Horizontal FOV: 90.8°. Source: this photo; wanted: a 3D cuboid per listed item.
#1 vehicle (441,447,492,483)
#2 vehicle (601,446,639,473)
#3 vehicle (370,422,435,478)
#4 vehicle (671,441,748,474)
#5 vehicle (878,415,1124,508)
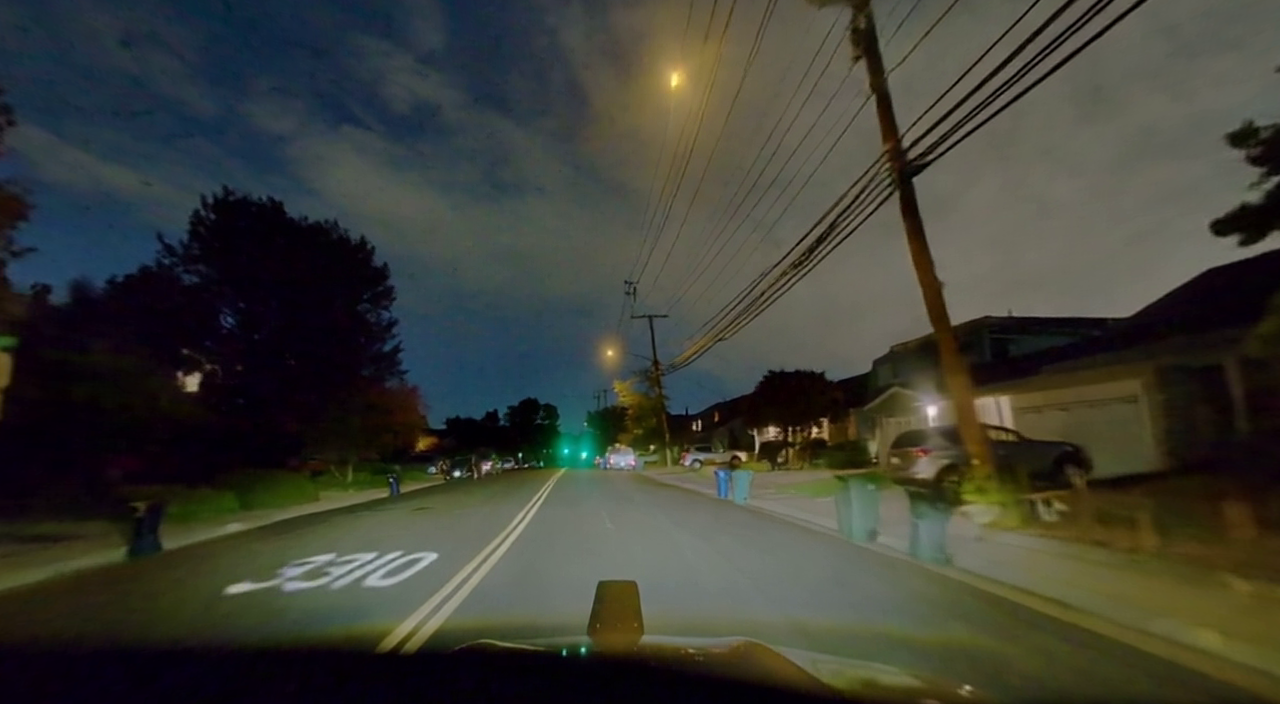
[{"bbox_3d":[-9.729,6.445,35.803,2.046,1.777,4.473,-2,-12,-6],"label":"vehicle"},{"bbox_3d":[-1.653,8.429,49.830,2.203,1.952,5.111,2,-9,-11],"label":"vehicle"},{"bbox_3d":[-15.237,6.376,41.085,2.781,3.221,7.995,2,-9,-13],"label":"vehicle"},{"bbox_3d":[4.453,6.830,40.917,4.489,1.812,2.056,0,-14,-10],"label":"vehicle"},{"bbox_3d":[8.049,2.459,14.395,4.337,1.768,1.962,-2,-9,-5],"label":"vehicle"}]
